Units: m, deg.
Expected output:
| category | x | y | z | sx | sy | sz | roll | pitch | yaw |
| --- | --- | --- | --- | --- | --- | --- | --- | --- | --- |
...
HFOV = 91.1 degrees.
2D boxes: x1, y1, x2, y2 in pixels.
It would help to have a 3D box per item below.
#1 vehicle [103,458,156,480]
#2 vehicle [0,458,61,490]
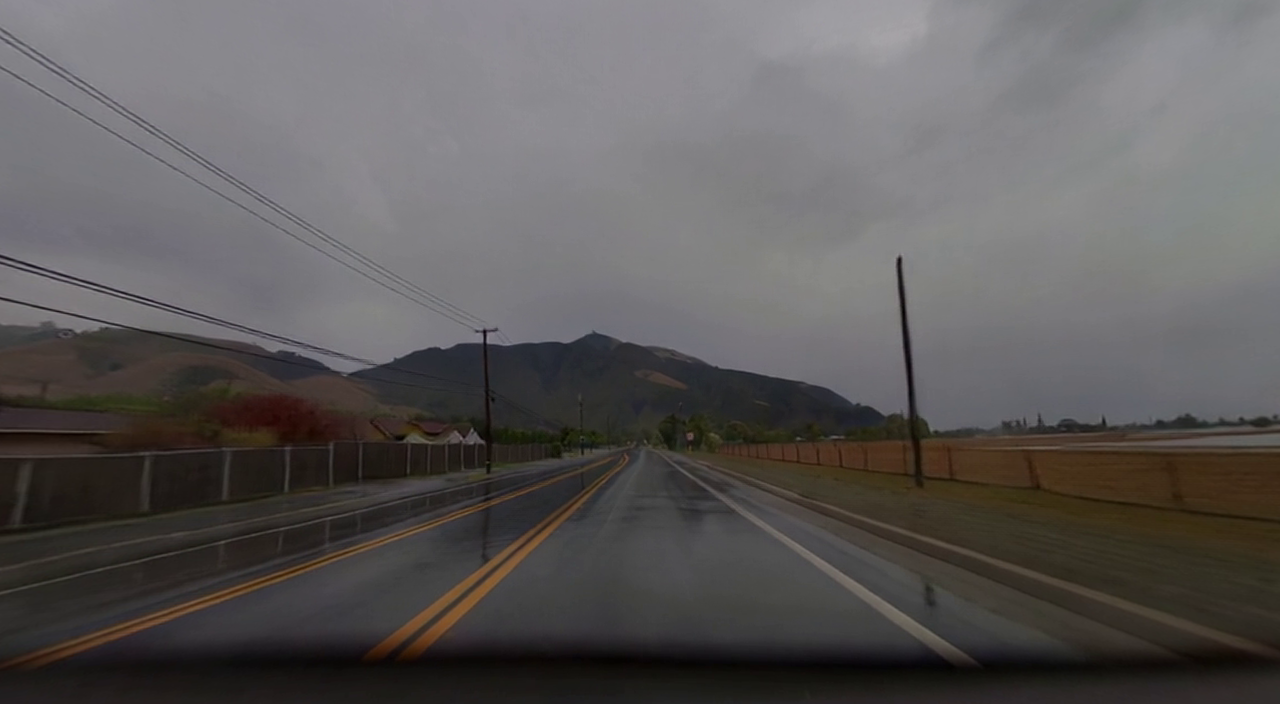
| category | x | y | z | sx | sy | sz | roll | pitch | yaw |
| --- | --- | --- | --- | --- | --- | --- | --- | --- | --- |
| vehicle | -40.553 | 9.278 | 49.962 | 1.674 | 1.438 | 3.745 | -2 | -8 | -11 |
| vehicle | -41.575 | 7.988 | 41.176 | 4.954 | 1.917 | 2.300 | 0 | -8 | 3 |
